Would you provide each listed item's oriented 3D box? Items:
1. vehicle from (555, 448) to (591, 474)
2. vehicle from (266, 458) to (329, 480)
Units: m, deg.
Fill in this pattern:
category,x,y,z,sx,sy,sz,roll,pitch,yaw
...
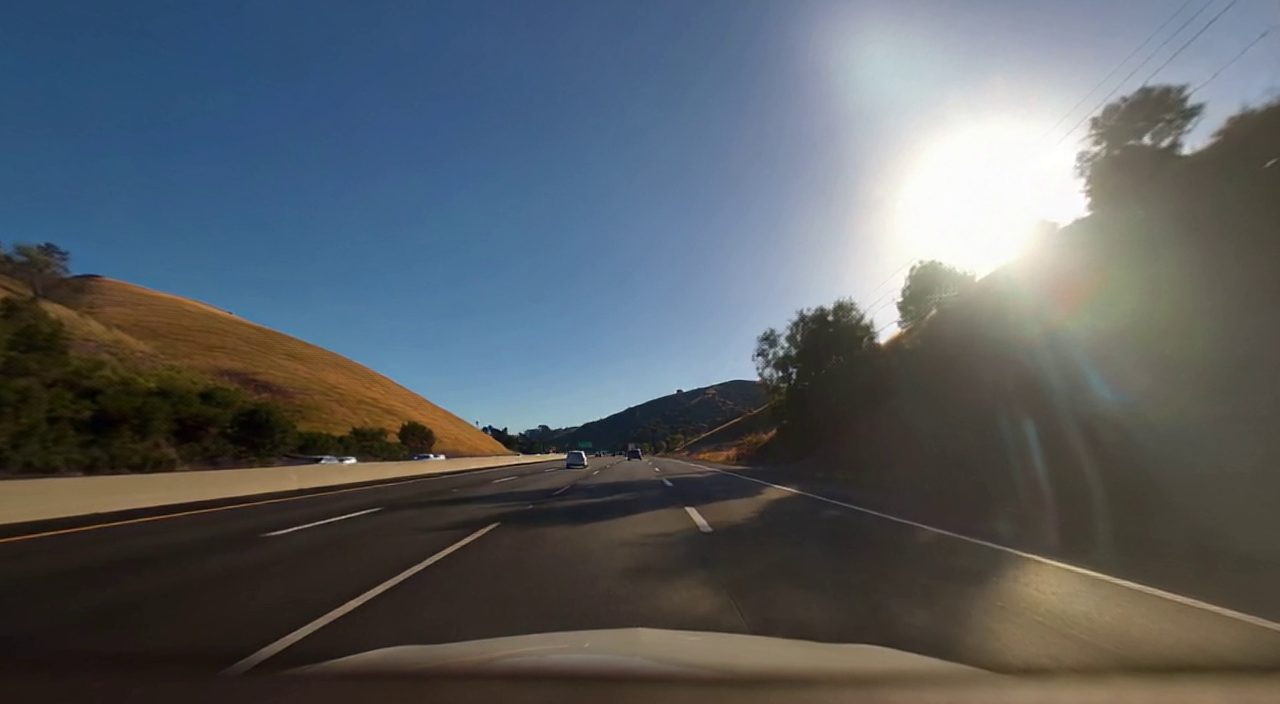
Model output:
category,x,y,z,sx,sy,sz,roll,pitch,yaw
vehicle,-4.246,6.970,40.570,1.924,1.511,4.079,0,-9,0
vehicle,-25.750,8.786,47.658,2.040,1.498,4.714,-1,-9,1
